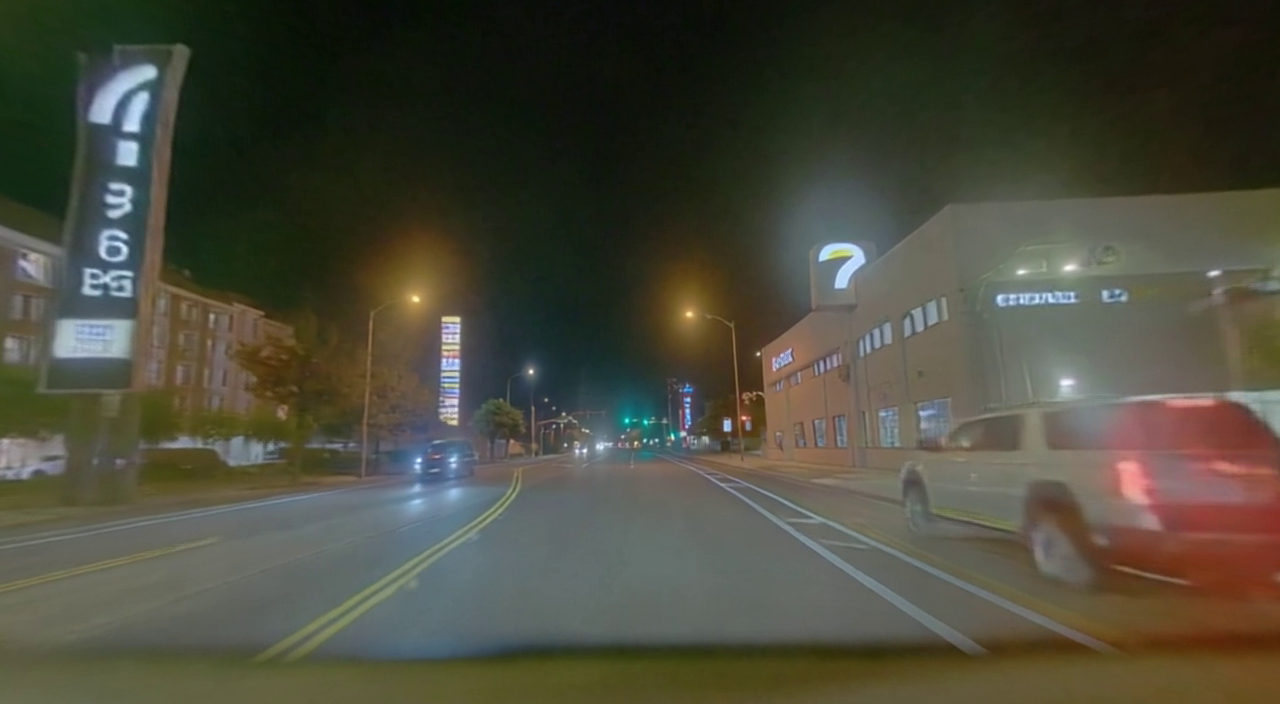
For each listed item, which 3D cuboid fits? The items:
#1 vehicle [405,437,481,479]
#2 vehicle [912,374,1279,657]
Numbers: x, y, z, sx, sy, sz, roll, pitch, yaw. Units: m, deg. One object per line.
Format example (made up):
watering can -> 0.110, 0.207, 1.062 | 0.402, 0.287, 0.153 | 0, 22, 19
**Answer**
vehicle -> -8.654, 4.685, 28.113 | 1.973, 1.704, 4.476 | 0, -9, -1
vehicle -> 4.959, 1.419, 6.548 | 2.182, 1.850, 4.705 | 0, -9, 1
